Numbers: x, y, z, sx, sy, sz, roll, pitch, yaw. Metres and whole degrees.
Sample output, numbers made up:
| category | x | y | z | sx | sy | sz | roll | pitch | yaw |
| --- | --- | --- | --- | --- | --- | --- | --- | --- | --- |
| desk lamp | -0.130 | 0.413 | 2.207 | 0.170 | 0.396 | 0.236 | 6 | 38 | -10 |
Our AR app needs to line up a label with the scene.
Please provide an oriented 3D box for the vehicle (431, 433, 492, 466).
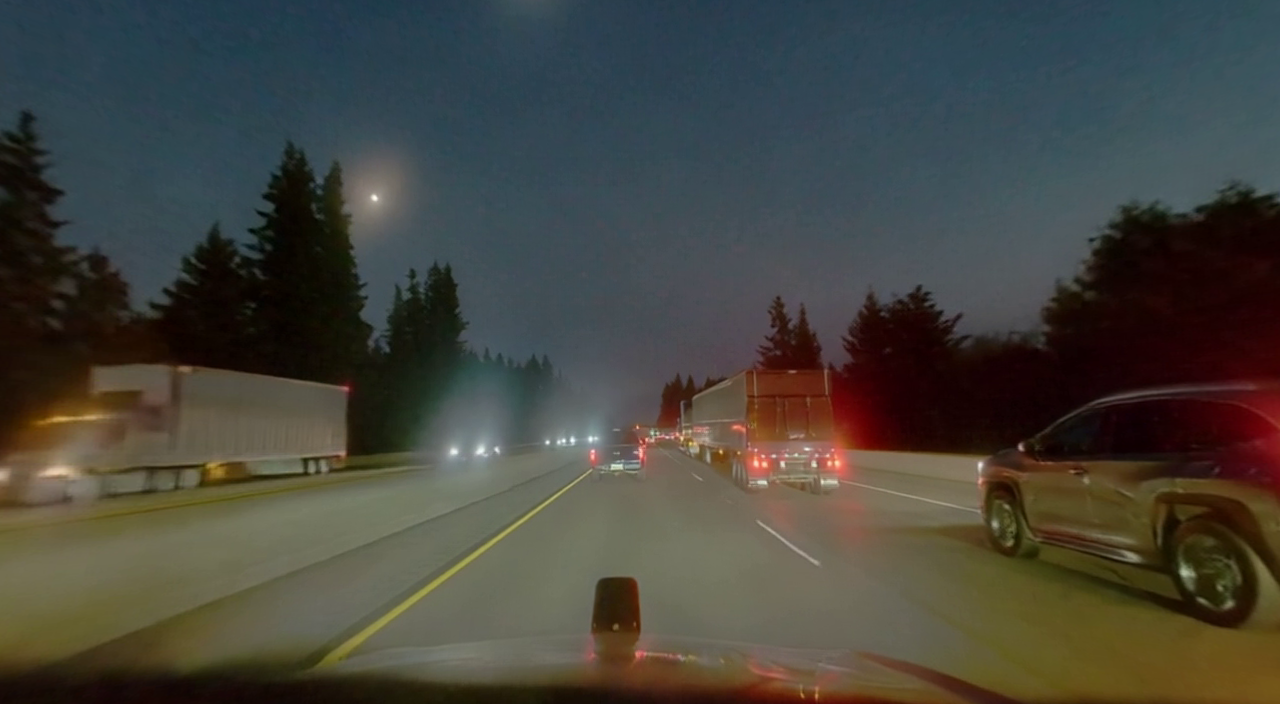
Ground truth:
| category | x | y | z | sx | sy | sz | roll | pitch | yaw |
| --- | --- | --- | --- | --- | --- | --- | --- | --- | --- |
| vehicle | -8.988 | 4.909 | 32.108 | 1.911 | 1.570 | 4.036 | 0 | -7 | 1 |

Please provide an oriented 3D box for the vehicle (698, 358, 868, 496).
| category | x | y | z | sx | sy | sz | roll | pitch | yaw |
| --- | --- | --- | --- | --- | --- | --- | --- | --- | --- |
| vehicle | 3.531 | 2.186 | 18.134 | 2.723 | 3.027 | 8.478 | 0 | -7 | -1 |

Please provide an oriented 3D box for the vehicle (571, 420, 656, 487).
| category | x | y | z | sx | sy | sz | roll | pitch | yaw |
| --- | --- | --- | --- | --- | --- | --- | --- | --- | --- |
| vehicle | -0.656 | 2.759 | 17.516 | 2.082 | 1.638 | 4.055 | 0 | -7 | 0 |

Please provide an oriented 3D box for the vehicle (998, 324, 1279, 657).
| category | x | y | z | sx | sy | sz | roll | pitch | yaw |
| --- | --- | --- | --- | --- | --- | --- | --- | --- | --- |
| vehicle | 4.691 | 0.897 | 4.388 | 2.011 | 1.905 | 3.905 | 0 | -8 | -1 |

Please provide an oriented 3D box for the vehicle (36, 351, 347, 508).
| category | x | y | z | sx | sy | sz | roll | pitch | yaw |
| --- | --- | --- | --- | --- | --- | --- | --- | --- | --- |
| vehicle | -13.727 | 2.616 | 21.136 | 2.904 | 3.961 | 10.187 | 0 | -8 | 0 |
